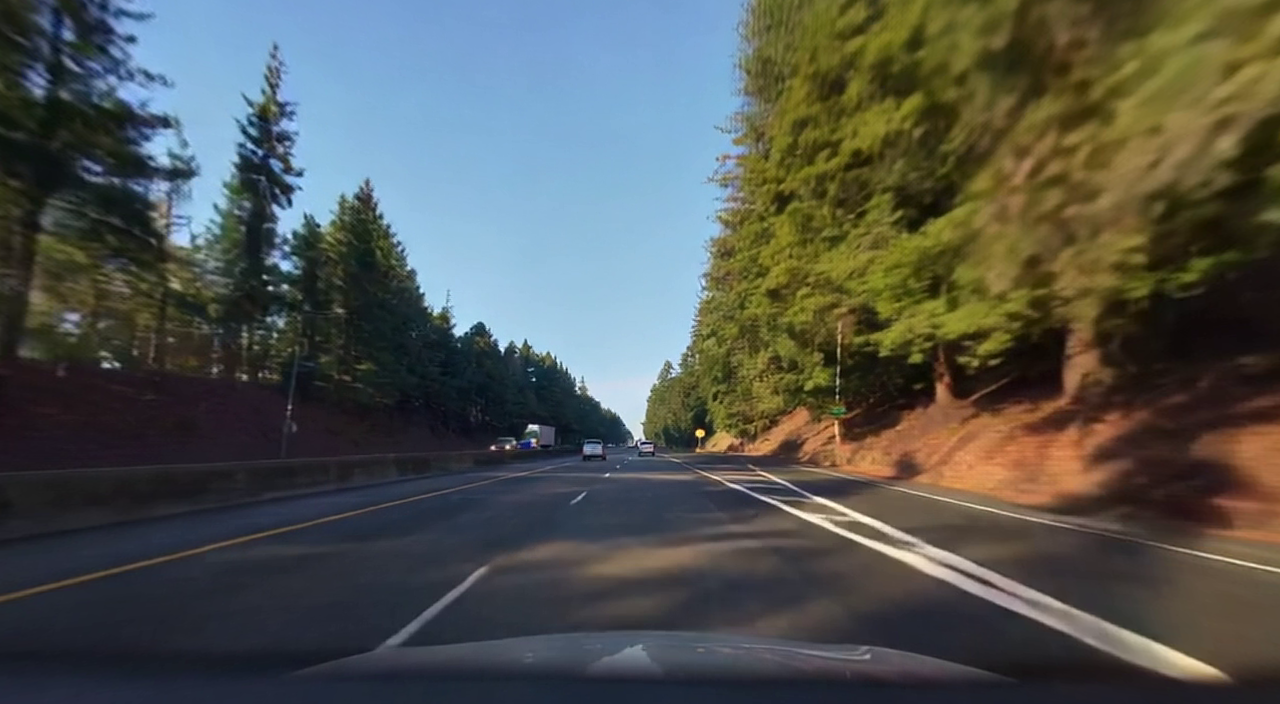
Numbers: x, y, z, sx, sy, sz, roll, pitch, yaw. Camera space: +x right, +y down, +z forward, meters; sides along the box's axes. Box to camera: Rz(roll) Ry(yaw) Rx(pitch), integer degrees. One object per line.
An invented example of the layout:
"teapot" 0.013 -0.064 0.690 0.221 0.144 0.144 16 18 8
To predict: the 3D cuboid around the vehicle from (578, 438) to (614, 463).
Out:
"vehicle" -3.157 7.178 46.018 2.129 1.742 4.217 -1 -8 3
